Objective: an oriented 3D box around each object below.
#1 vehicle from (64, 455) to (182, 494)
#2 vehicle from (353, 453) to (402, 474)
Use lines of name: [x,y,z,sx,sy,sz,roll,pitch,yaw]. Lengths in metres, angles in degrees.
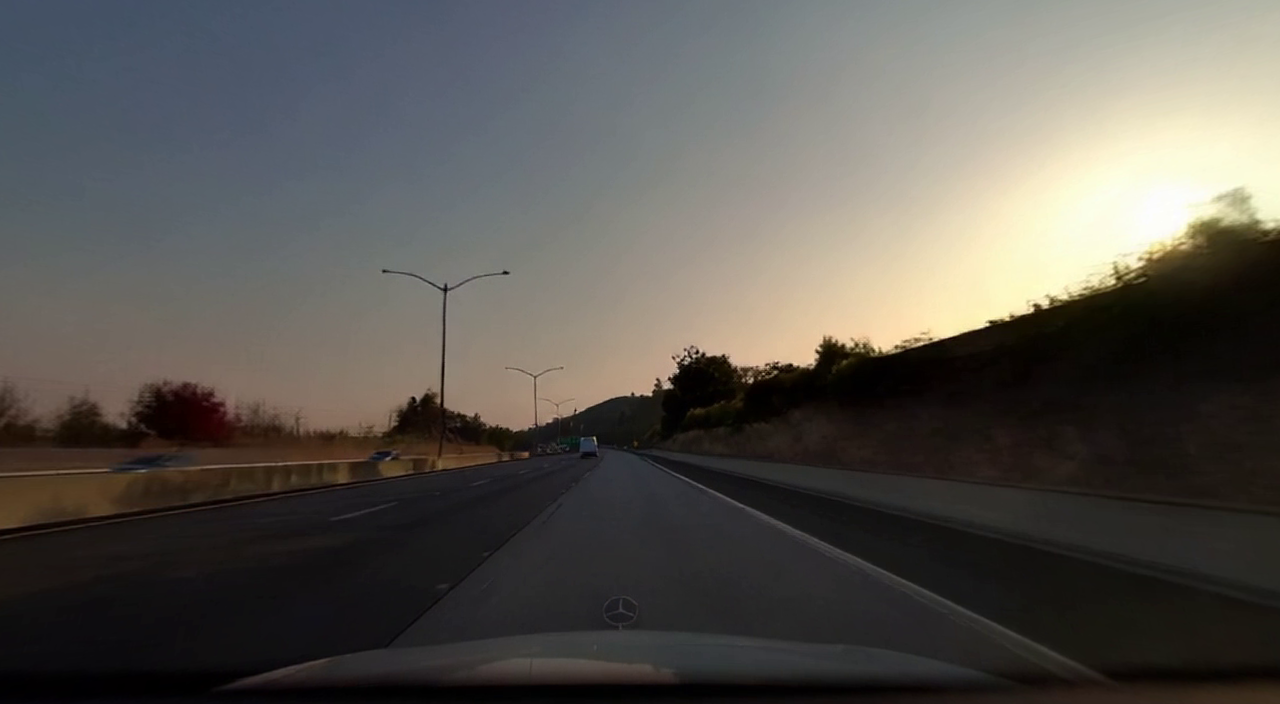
vehicle: [-21.352,5.035,26.176,1.750,1.450,3.731,0,-9,-1]
vehicle: [-18.667,7.924,44.872,1.821,1.437,4.017,0,-9,-2]
